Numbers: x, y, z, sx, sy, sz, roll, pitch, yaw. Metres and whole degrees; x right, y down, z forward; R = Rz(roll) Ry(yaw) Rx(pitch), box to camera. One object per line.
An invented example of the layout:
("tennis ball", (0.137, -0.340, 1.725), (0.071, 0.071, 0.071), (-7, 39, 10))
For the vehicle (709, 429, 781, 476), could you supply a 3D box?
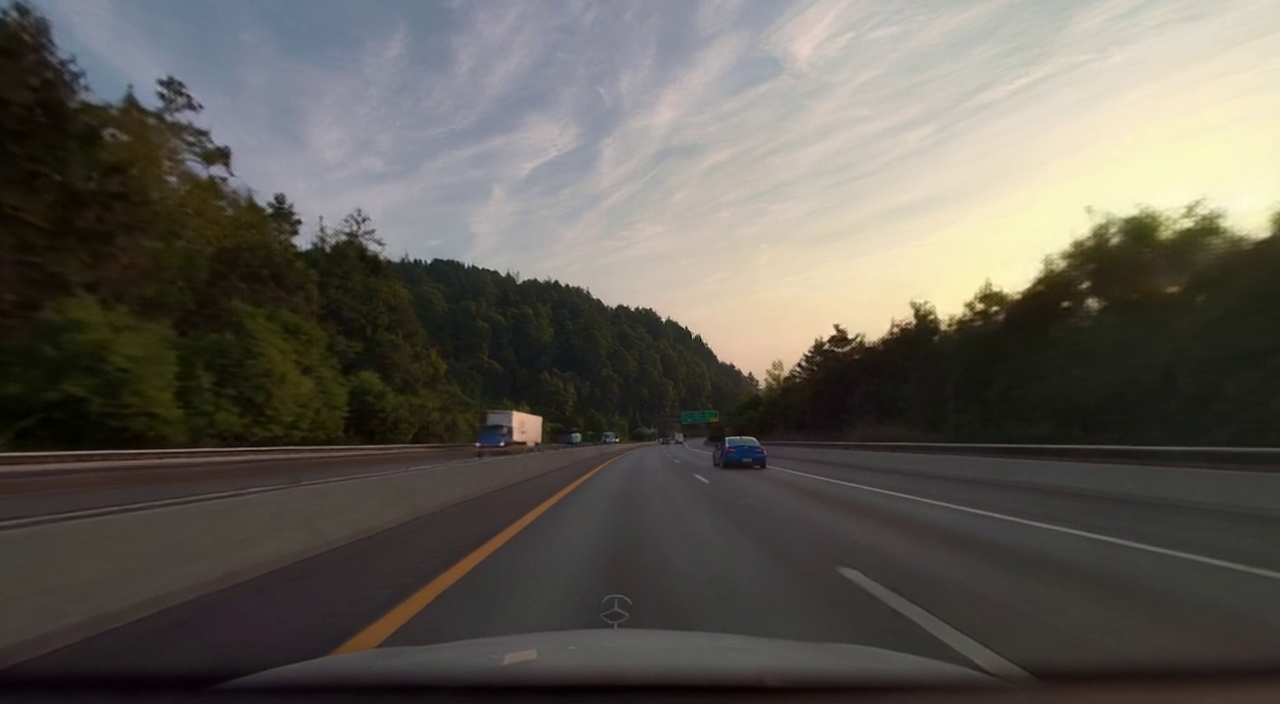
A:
("vehicle", (4.009, 3.901, 24.724), (2.022, 1.663, 4.245), (0, -8, -1))
